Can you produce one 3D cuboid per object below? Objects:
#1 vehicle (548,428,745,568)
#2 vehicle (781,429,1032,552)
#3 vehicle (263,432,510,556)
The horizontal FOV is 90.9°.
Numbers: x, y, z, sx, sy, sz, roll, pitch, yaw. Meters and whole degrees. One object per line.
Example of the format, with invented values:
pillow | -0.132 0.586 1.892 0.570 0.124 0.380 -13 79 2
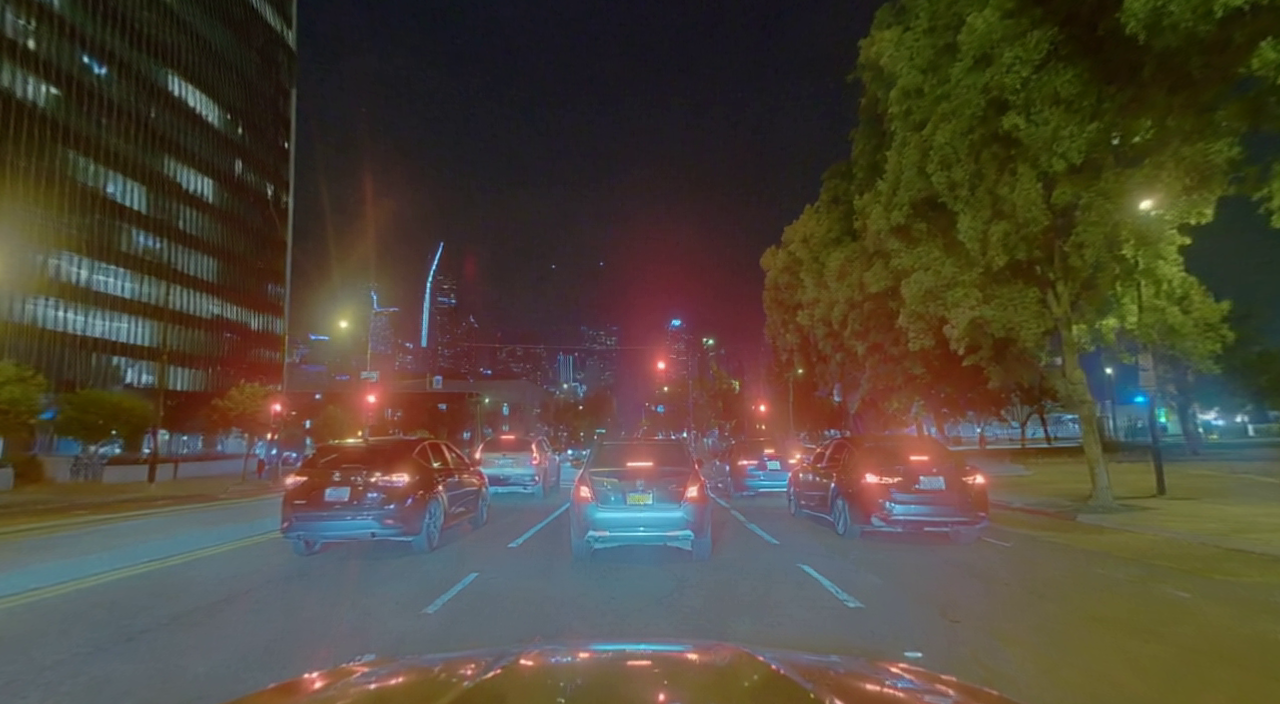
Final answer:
vehicle | 0.048 1.862 8.800 2.101 1.480 3.929 0 -8 -1
vehicle | 3.784 2.028 10.021 1.990 1.486 4.431 0 -8 -1
vehicle | -3.463 2.010 9.644 2.002 1.465 4.098 0 -8 1
